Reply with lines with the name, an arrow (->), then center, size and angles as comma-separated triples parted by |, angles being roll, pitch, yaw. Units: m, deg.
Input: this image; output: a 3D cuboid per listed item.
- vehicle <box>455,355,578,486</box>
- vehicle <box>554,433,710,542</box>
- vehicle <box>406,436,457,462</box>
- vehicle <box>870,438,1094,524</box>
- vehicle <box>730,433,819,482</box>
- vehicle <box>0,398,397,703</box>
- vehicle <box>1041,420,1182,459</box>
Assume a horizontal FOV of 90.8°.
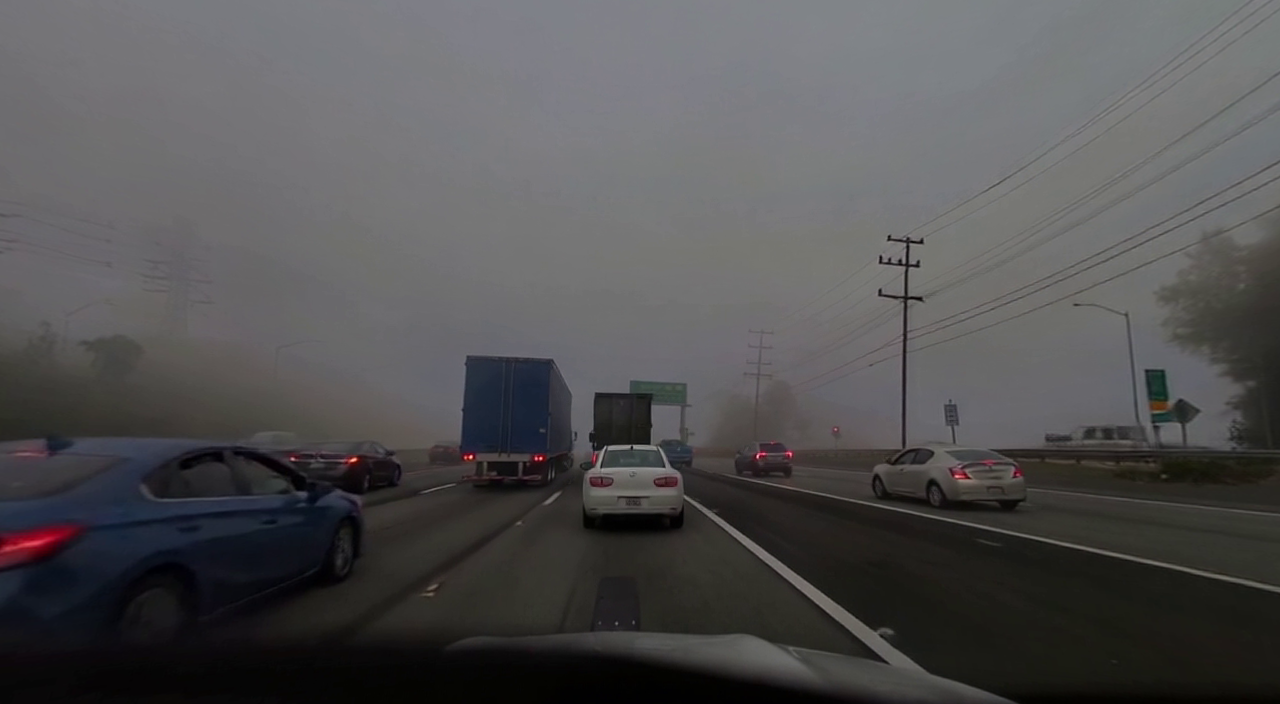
vehicle -> -4.938, 3.606, 29.845 | 3.150, 4.298, 17.928 | 1, -9, -3
vehicle -> -0.208, 2.144, 10.636 | 2.112, 1.463, 4.012 | 0, -9, -3
vehicle -> -14.146, 6.620, 43.113 | 2.148, 1.678, 4.851 | 1, -9, -4
vehicle -> 6.530, 2.485, 12.733 | 1.878, 1.406, 4.164 | 1, -9, -6
vehicle -> 4.912, 3.925, 23.730 | 2.023, 1.676, 4.002 | 1, -9, -7
vehicle -> -3.717, 1.219, 4.498 | 2.090, 1.463, 4.968 | 0, -9, -1
vehicle -> 25.208, 4.778, 34.192 | 2.321, 1.880, 6.188 | 1, -9, -7
